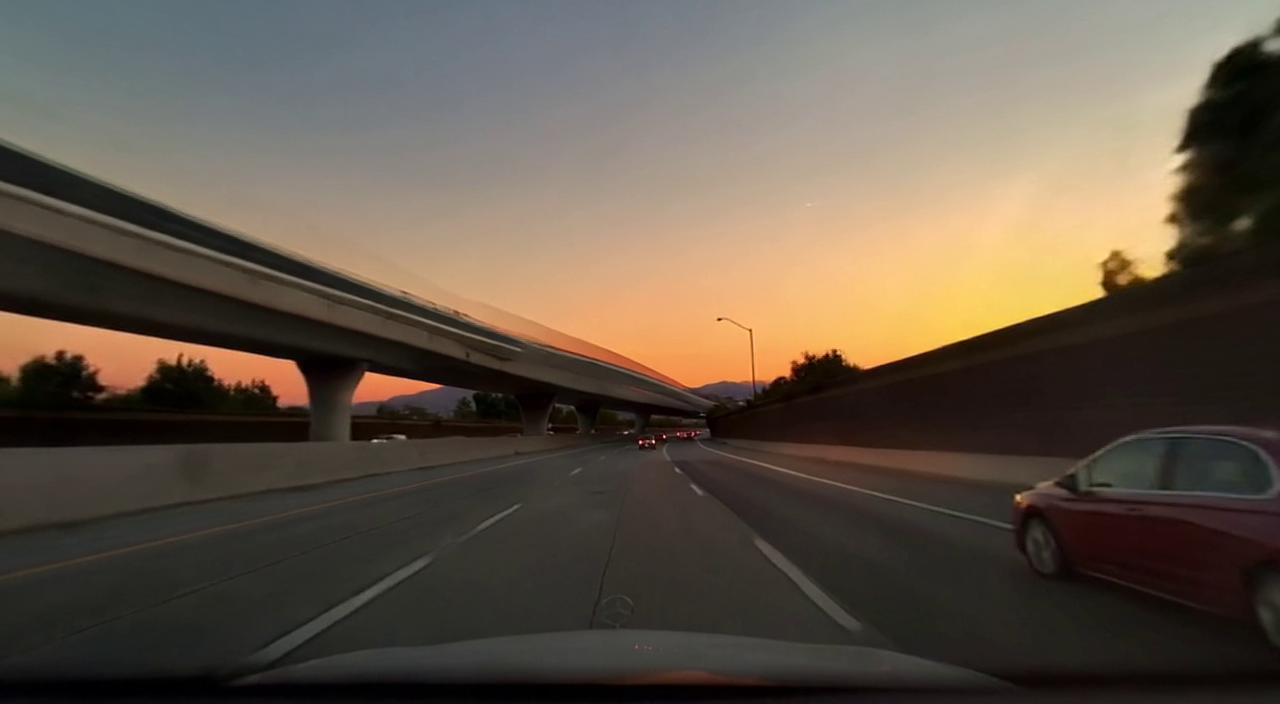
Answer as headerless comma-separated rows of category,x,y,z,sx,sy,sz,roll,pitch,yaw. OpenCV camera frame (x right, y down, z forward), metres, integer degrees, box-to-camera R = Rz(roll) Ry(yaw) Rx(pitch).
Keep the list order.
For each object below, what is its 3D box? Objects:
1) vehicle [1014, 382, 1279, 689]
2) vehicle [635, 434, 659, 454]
vehicle,4.170,0.973,3.514,1.834,1.548,3.651,0,-8,-1
vehicle,0.504,7.057,48.460,1.771,1.480,3.781,0,-8,0
